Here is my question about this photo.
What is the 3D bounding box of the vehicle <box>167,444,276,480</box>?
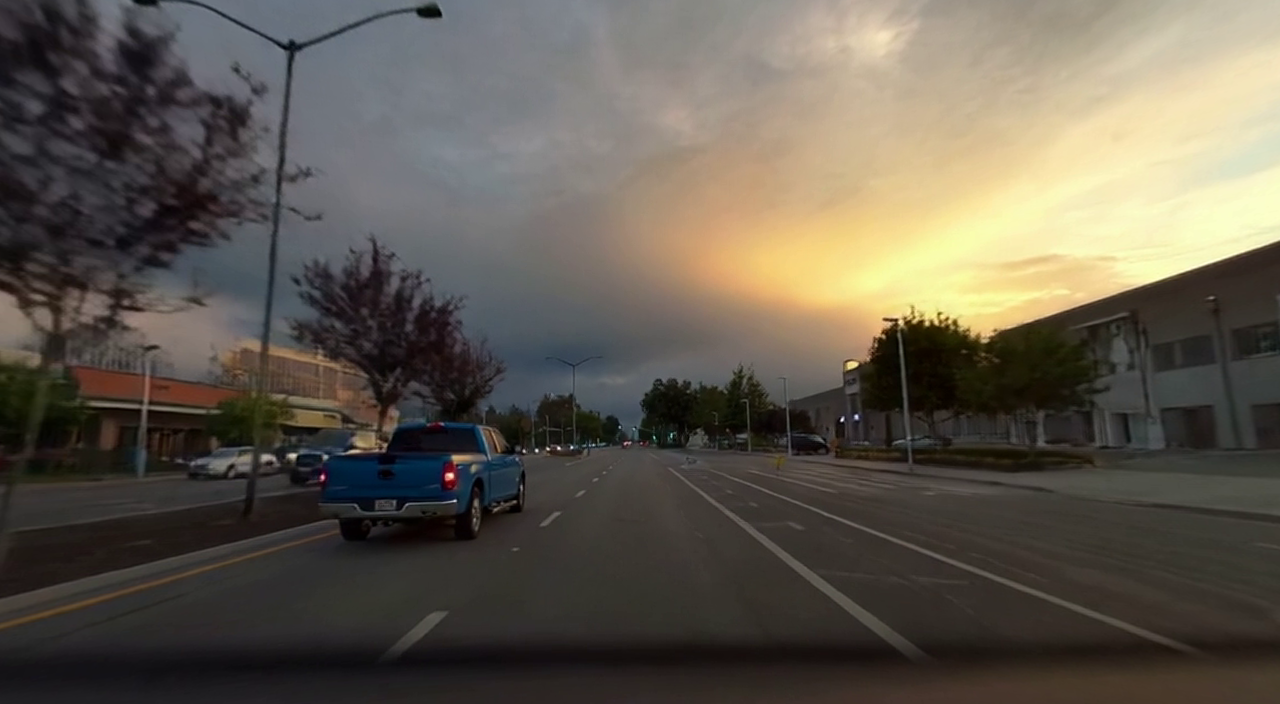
[{"bbox_3d":[-21.404,5.621,32.522,2.224,1.668,5.022,-2,-9,0],"label":"vehicle"}]

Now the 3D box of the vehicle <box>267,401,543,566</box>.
[{"bbox_3d":[-3.000,1.838,9.666,2.065,1.790,5.417,0,-8,1],"label":"vehicle"}]
